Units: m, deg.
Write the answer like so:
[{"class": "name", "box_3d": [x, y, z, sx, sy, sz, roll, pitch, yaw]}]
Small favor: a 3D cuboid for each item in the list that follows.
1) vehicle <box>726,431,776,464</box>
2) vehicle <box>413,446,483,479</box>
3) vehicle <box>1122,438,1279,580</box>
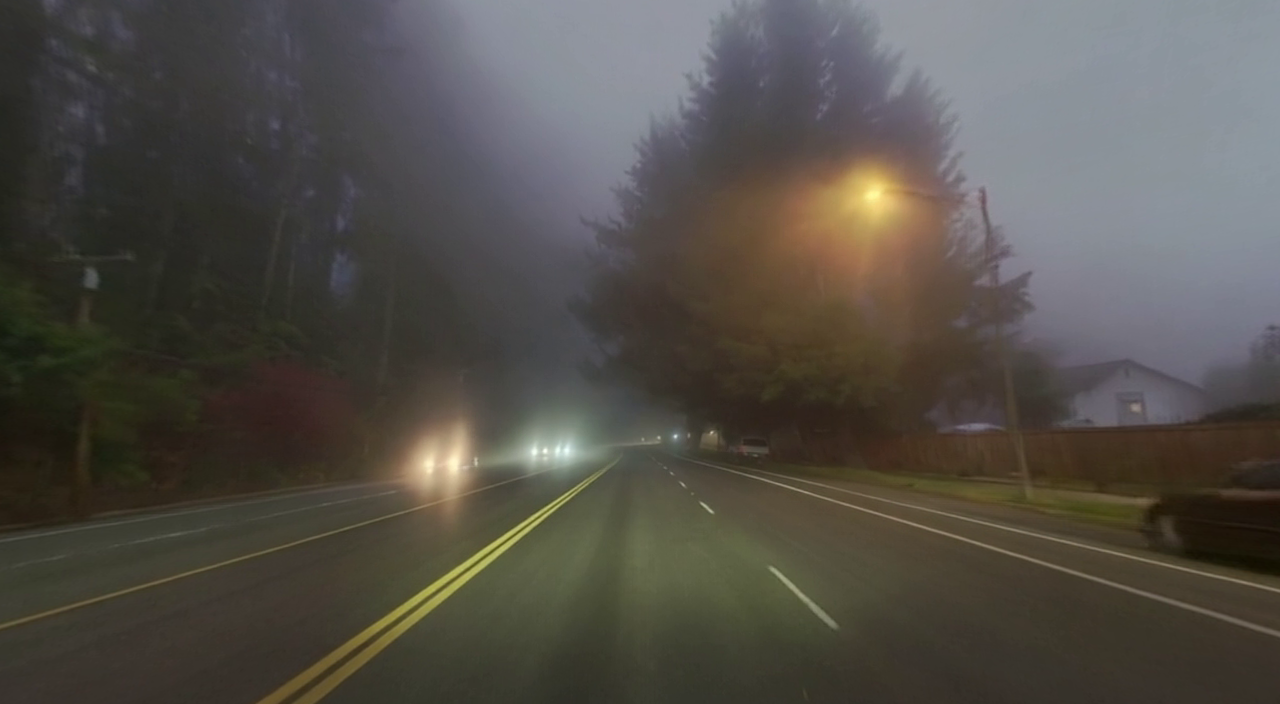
[{"class": "vehicle", "box_3d": [7.509, 6.544, 43.347, 2.278, 2.079, 5.861, 0, -8, -1]}, {"class": "vehicle", "box_3d": [-9.635, 5.565, 32.160, 2.061, 1.490, 4.637, 0, -8, 1]}, {"class": "vehicle", "box_3d": [7.617, 1.585, 6.284, 1.967, 1.449, 4.645, 0, -8, 0]}]
